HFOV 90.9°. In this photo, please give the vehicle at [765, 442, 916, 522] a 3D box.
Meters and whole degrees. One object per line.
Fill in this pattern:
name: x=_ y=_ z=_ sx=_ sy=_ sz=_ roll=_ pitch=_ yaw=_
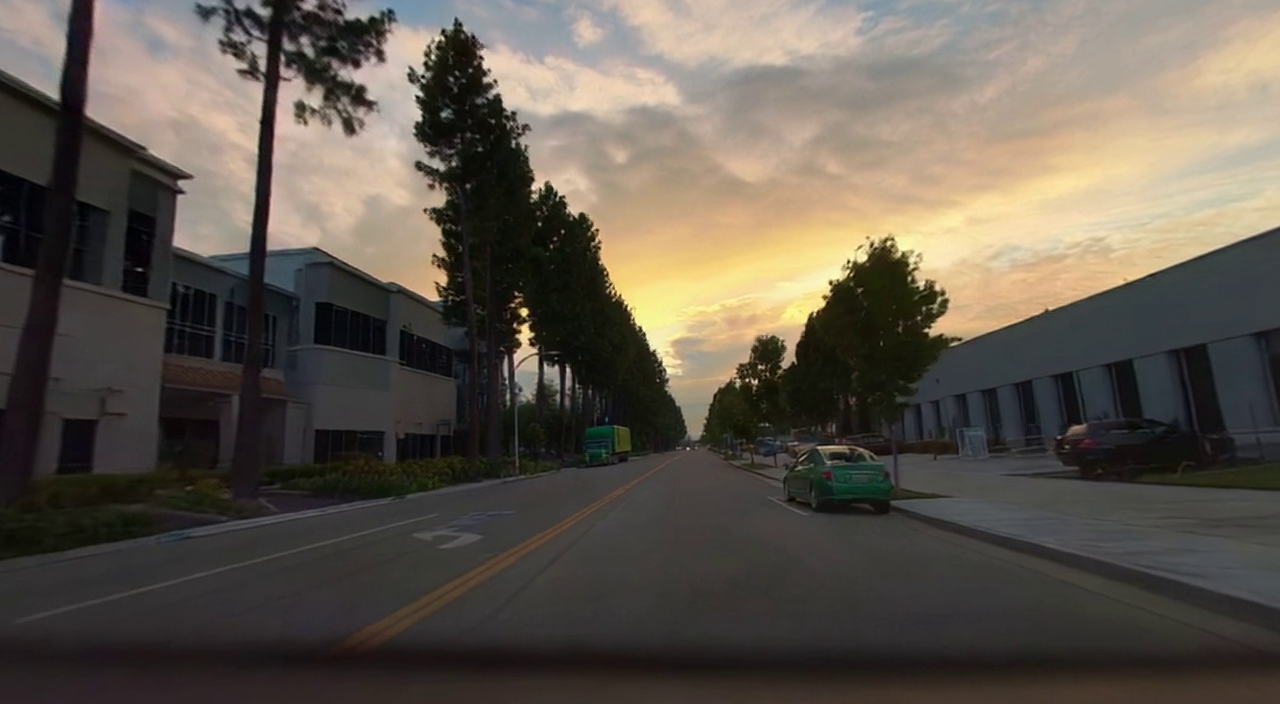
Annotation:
vehicle: x=4.266 y=2.827 z=14.283 sx=2.098 sy=1.509 sz=4.389 roll=0 pitch=-9 yaw=2
